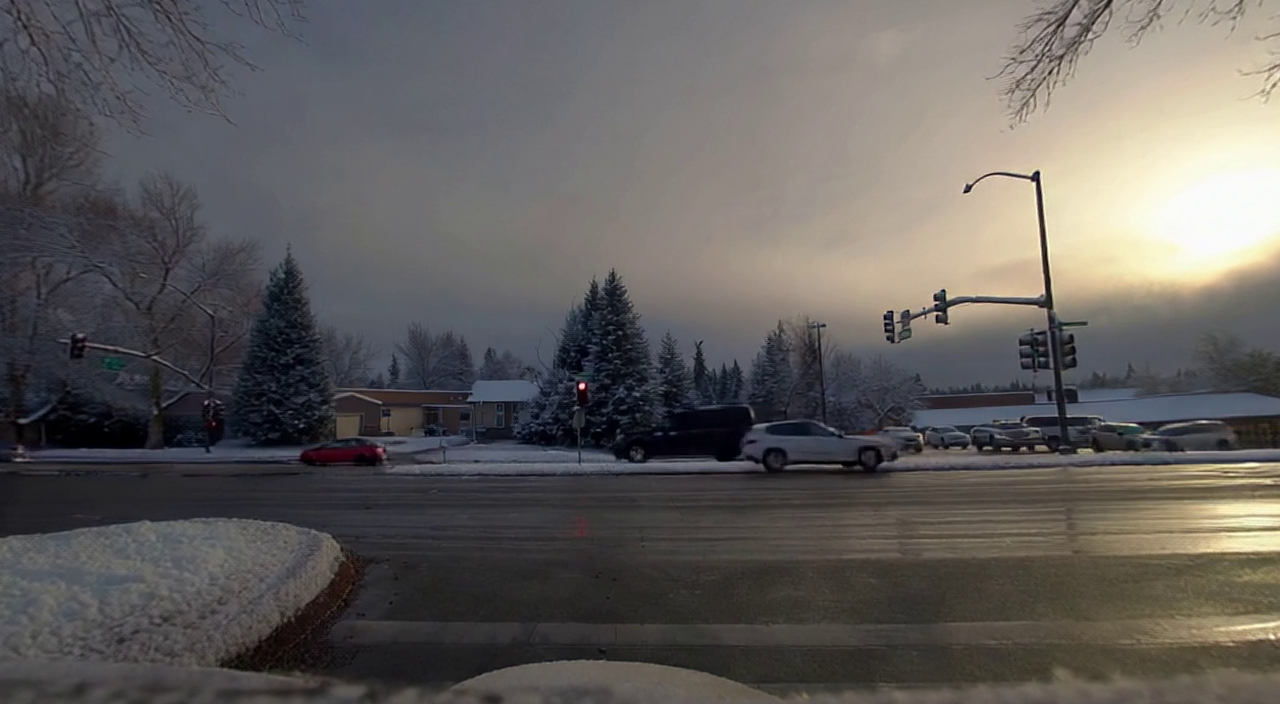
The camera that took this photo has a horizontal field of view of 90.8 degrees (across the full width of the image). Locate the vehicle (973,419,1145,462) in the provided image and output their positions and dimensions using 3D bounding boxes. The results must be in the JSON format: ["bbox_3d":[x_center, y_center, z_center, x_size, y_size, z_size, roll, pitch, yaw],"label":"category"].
[{"bbox_3d":[15.028,3.214,22.947,4.749,1.461,1.892,-1,-9,9],"label":"vehicle"}]

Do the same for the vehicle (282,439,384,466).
[{"bbox_3d":[-17.206,5.658,35.494,4.860,1.441,1.934,-2,-9,11],"label":"vehicle"}]

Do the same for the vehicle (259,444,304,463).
[{"bbox_3d":[-28.054,7.919,49.545,2.235,1.417,4.272,3,-9,-19],"label":"vehicle"}]

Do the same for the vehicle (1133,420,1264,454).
[{"bbox_3d":[27.609,4.239,31.375,4.370,1.592,1.886,-2,-9,10],"label":"vehicle"}]

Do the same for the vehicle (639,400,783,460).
[{"bbox_3d":[4.029,4.467,35.857,7.790,3.197,2.653,-2,-9,10],"label":"vehicle"}]

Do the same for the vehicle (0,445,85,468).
[{"bbox_3d":[-41.295,7.184,43.695,4.488,1.536,1.849,-2,-9,10],"label":"vehicle"}]

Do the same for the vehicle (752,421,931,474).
[{"bbox_3d":[5.850,2.870,18.957,4.836,1.445,2.057,-2,-9,11],"label":"vehicle"}]
